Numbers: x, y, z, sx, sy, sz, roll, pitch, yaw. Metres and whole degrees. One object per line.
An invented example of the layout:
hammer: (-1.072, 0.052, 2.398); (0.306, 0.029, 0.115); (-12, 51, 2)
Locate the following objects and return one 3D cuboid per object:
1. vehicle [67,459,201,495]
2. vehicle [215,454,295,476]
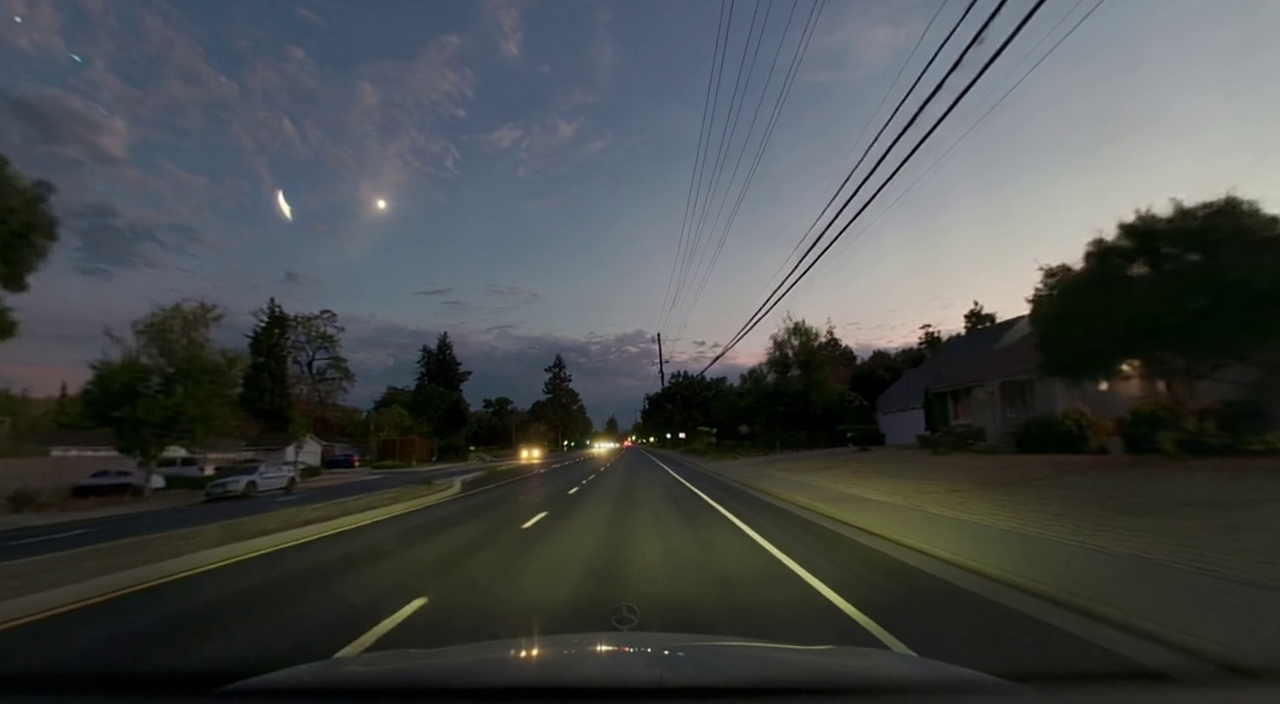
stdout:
vehicle: (-22.386, 5.521, 28.089); (4.243, 1.455, 2.005); (0, -9, 1)
vehicle: (-28.612, 8.389, 47.058); (4.599, 1.533, 2.029); (0, -8, 2)
